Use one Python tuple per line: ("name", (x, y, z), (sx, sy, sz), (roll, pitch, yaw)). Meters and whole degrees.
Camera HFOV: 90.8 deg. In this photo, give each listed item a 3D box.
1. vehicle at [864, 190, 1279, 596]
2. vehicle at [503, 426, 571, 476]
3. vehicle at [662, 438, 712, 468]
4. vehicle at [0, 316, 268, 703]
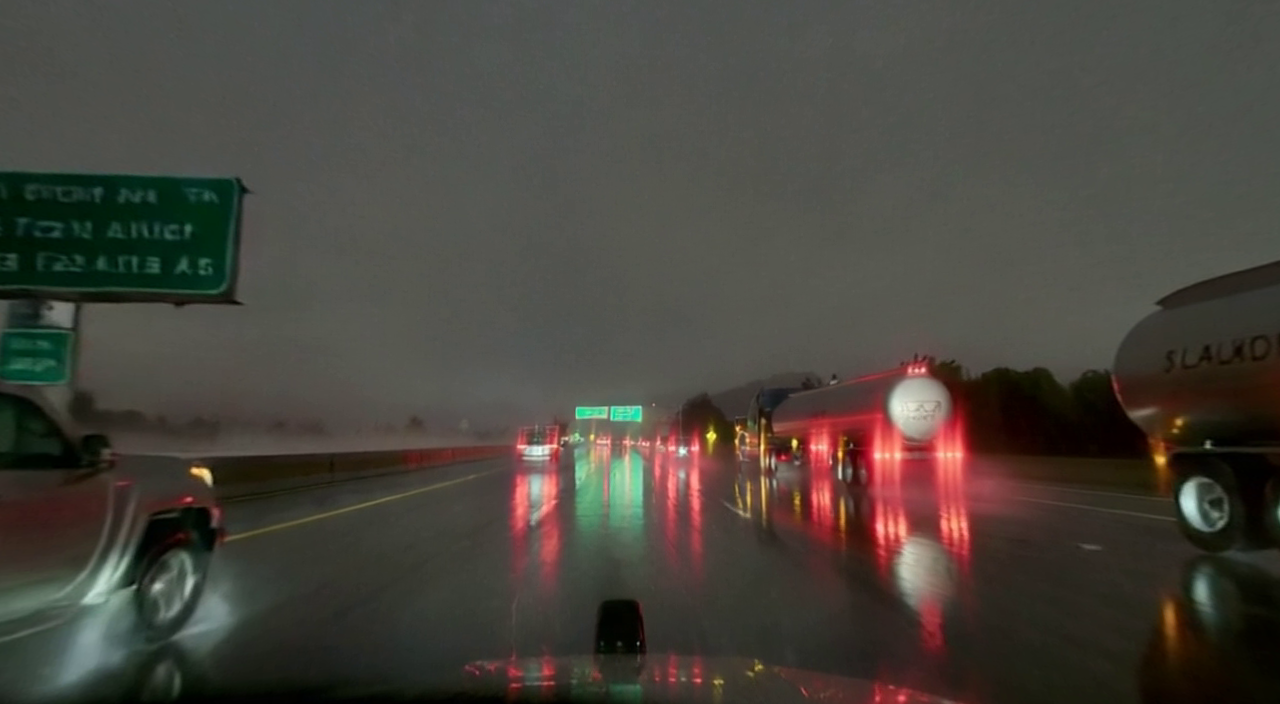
("vehicle", (7.410, 1.054, 10.477), (3.554, 3.573, 10.307), (0, -8, 0))
("vehicle", (-4.115, 4.053, 26.025), (2.149, 1.843, 4.348), (0, -8, -1))
("vehicle", (2.465, 5.416, 34.131), (2.053, 1.510, 4.400), (0, -8, -4))
("vehicle", (-4.371, 0.633, 2.087), (2.684, 1.839, 5.803), (0, -8, 1))
